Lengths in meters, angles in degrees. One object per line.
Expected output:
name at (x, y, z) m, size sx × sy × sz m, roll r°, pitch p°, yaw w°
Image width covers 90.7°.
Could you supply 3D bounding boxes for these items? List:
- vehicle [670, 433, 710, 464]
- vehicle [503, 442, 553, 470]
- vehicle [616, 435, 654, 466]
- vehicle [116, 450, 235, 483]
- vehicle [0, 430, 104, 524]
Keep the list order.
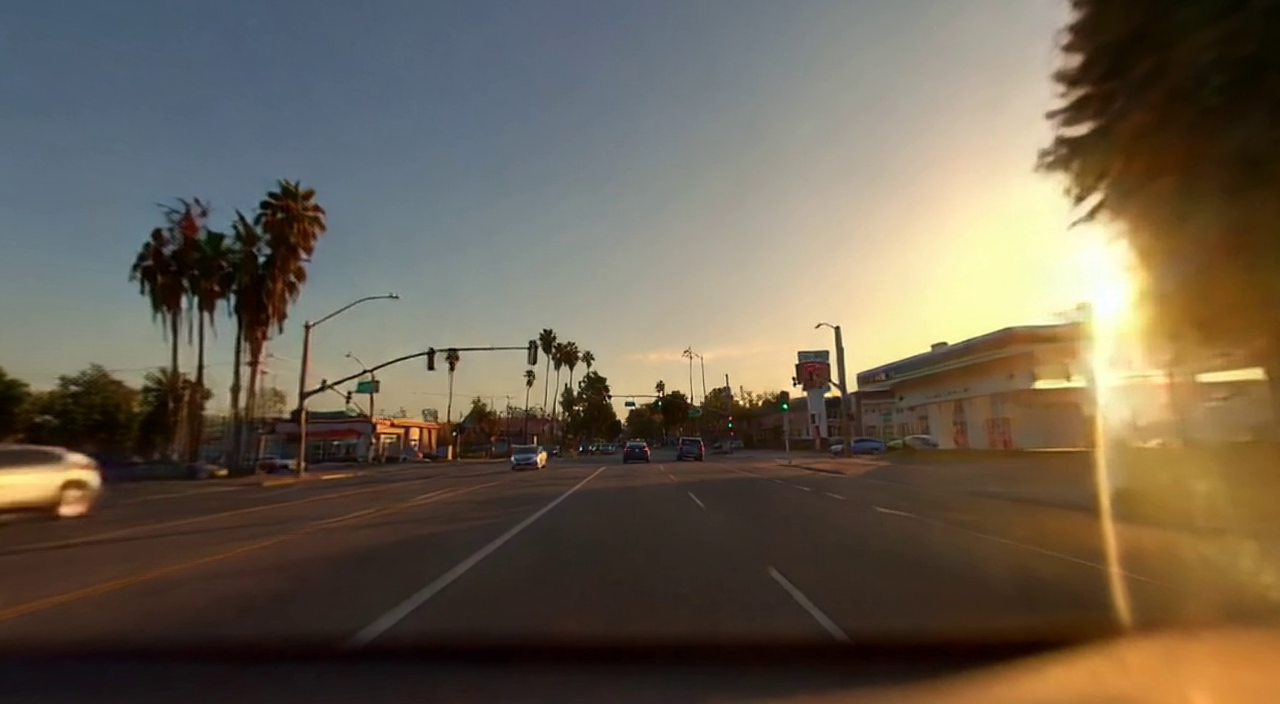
vehicle at (3.230, 6.367, 41.988) m, size 2.190 × 1.913 × 5.174 m, roll 0°, pitch -8°, yaw -1°
vehicle at (-6.252, 5.826, 35.823) m, size 1.979 × 1.480 × 4.553 m, roll 0°, pitch -8°, yaw 1°
vehicle at (-0.310, 5.960, 38.401) m, size 2.177 × 1.754 × 3.815 m, roll 0°, pitch -8°, yaw 0°
vehicle at (-22.099, 5.414, 30.174) m, size 4.469 × 1.459 × 1.972 m, roll -2°, pitch -8°, yaw 10°
vehicle at (-13.297, 2.396, 12.079) m, size 2.111 × 1.791 × 4.542 m, roll 0°, pitch -8°, yaw -1°
